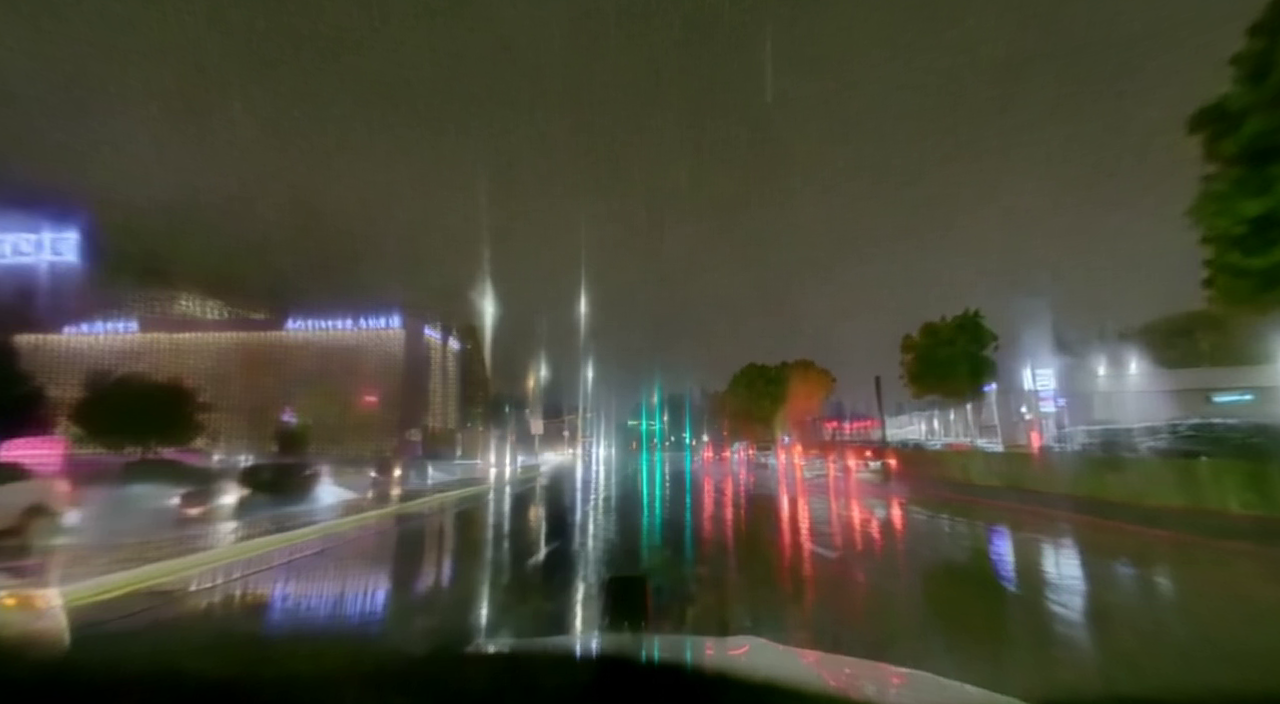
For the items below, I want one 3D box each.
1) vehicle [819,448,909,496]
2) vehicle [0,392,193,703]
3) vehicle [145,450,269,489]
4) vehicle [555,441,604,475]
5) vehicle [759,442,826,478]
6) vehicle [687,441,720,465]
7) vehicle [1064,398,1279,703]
[{"bbox_3d":[7.414,3.956,21.228,1.654,1.440,3.647,0,-8,0],"label":"vehicle"},{"bbox_3d":[-3.357,0.678,0.688,2.155,1.504,4.776,0,-8,1],"label":"vehicle"},{"bbox_3d":[-18.001,4.879,26.545,1.919,1.460,4.572,0,-8,1],"label":"vehicle"},{"bbox_3d":[-2.848,5.076,30.545,1.917,1.511,4.436,0,-8,0],"label":"vehicle"},{"bbox_3d":[7.446,5.316,31.331,1.918,1.598,4.536,0,-8,-4],"label":"vehicle"},{"bbox_3d":[4.659,7.439,46.727,2.007,1.683,4.171,0,-8,-1],"label":"vehicle"},{"bbox_3d":[3.393,0.760,1.247,1.981,1.499,4.536,0,-8,1],"label":"vehicle"}]
